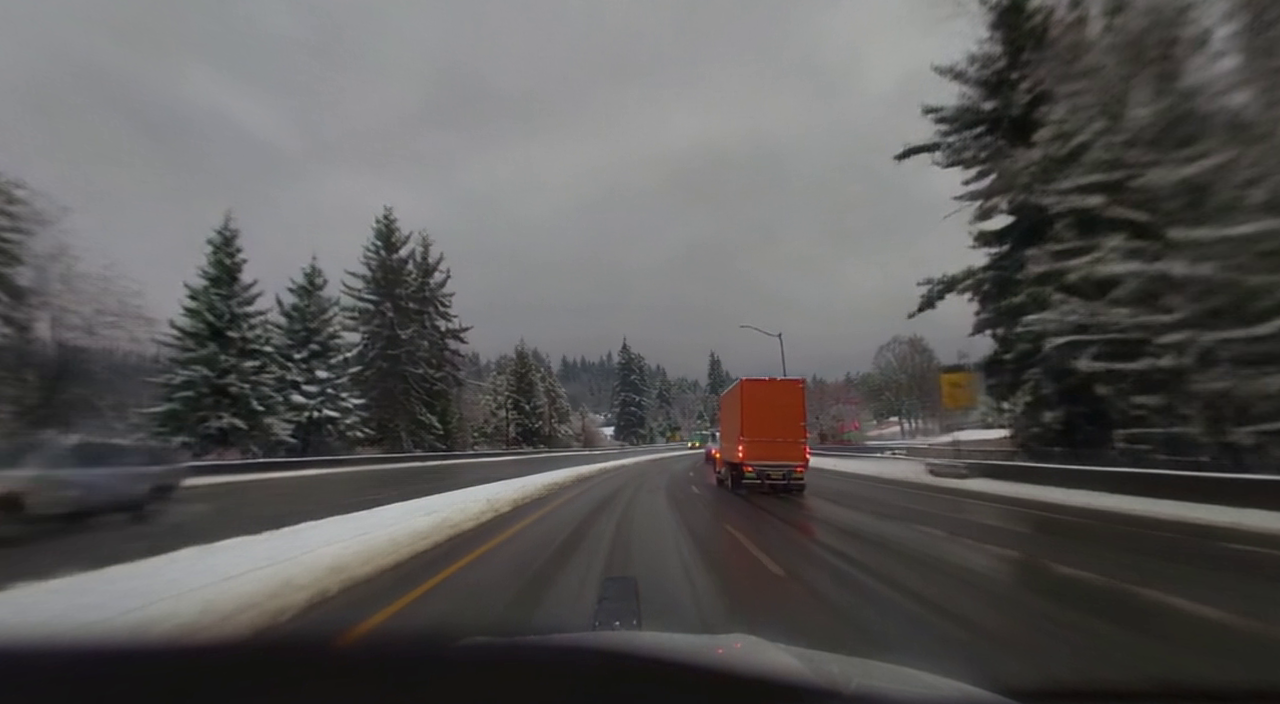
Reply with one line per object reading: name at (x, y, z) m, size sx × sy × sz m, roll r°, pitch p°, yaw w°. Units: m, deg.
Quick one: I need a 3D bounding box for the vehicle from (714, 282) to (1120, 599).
vehicle at (3.914, 2.038, 14.301) m, size 2.916 × 3.563 × 14.462 m, roll 0°, pitch -9°, yaw 1°

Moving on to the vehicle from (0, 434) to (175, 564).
vehicle at (-8.638, 1.821, 7.876) m, size 1.962 × 1.539 × 4.572 m, roll -1°, pitch -9°, yaw 2°
